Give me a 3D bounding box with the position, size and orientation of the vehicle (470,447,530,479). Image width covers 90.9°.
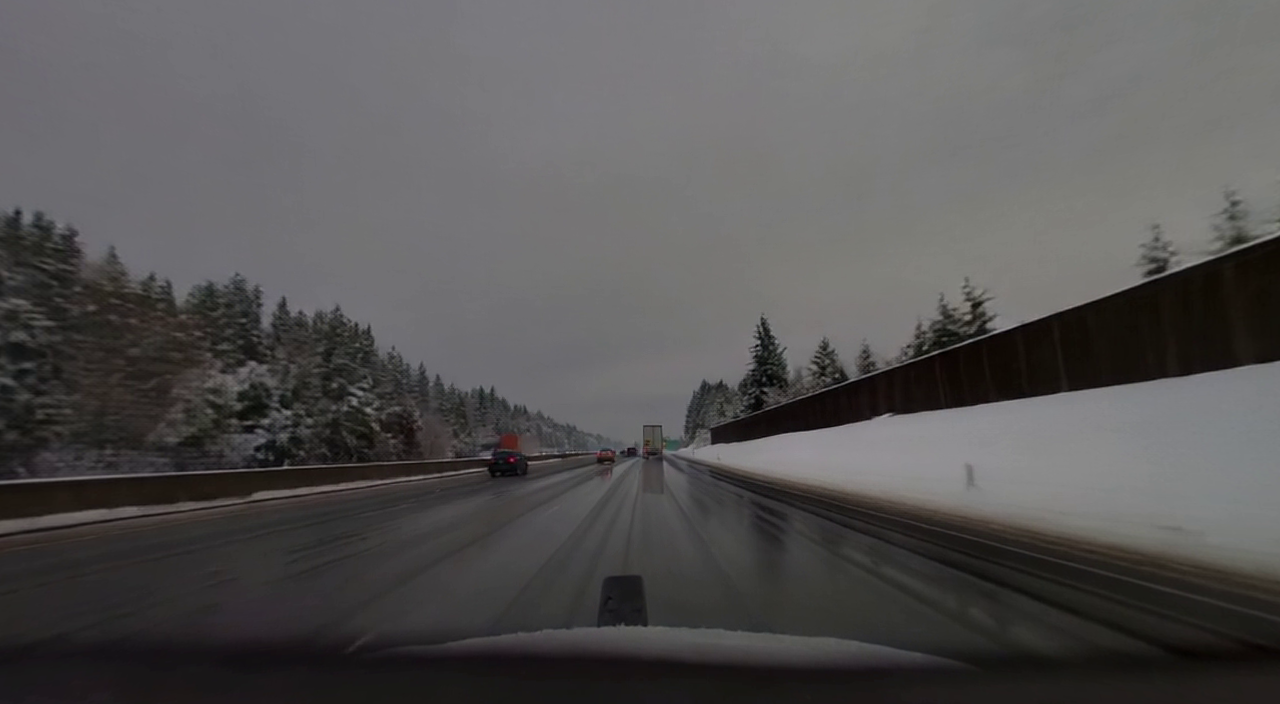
[{"bbox_3d":[-7.210,5.762,32.962,2.031,1.521,4.503,0,-9,1],"label":"vehicle"}]
